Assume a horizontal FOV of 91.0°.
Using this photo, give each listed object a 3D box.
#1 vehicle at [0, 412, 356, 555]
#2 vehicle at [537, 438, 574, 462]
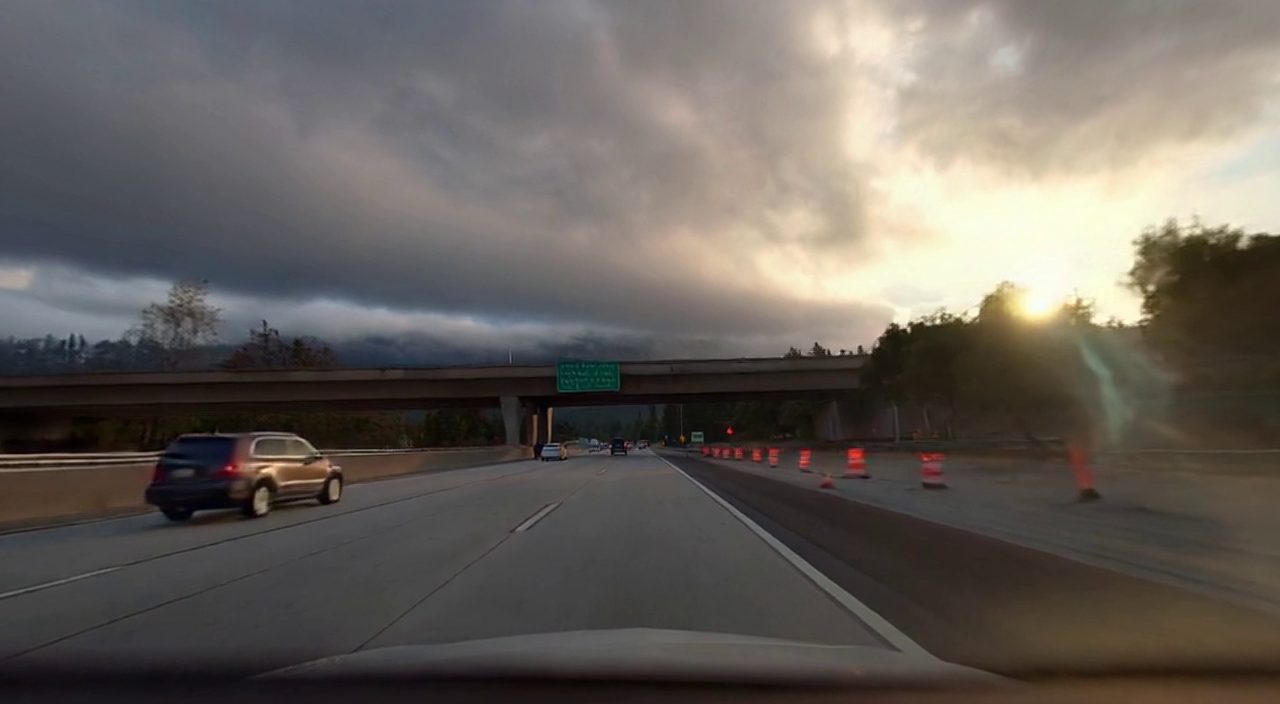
[{"bbox_3d":[-6.911,1.968,10.222,2.169,1.701,5.113,0,-8,1],"label":"vehicle"},{"bbox_3d":[-6.485,7.544,48.591,2.103,1.775,4.966,0,-8,1],"label":"vehicle"}]
